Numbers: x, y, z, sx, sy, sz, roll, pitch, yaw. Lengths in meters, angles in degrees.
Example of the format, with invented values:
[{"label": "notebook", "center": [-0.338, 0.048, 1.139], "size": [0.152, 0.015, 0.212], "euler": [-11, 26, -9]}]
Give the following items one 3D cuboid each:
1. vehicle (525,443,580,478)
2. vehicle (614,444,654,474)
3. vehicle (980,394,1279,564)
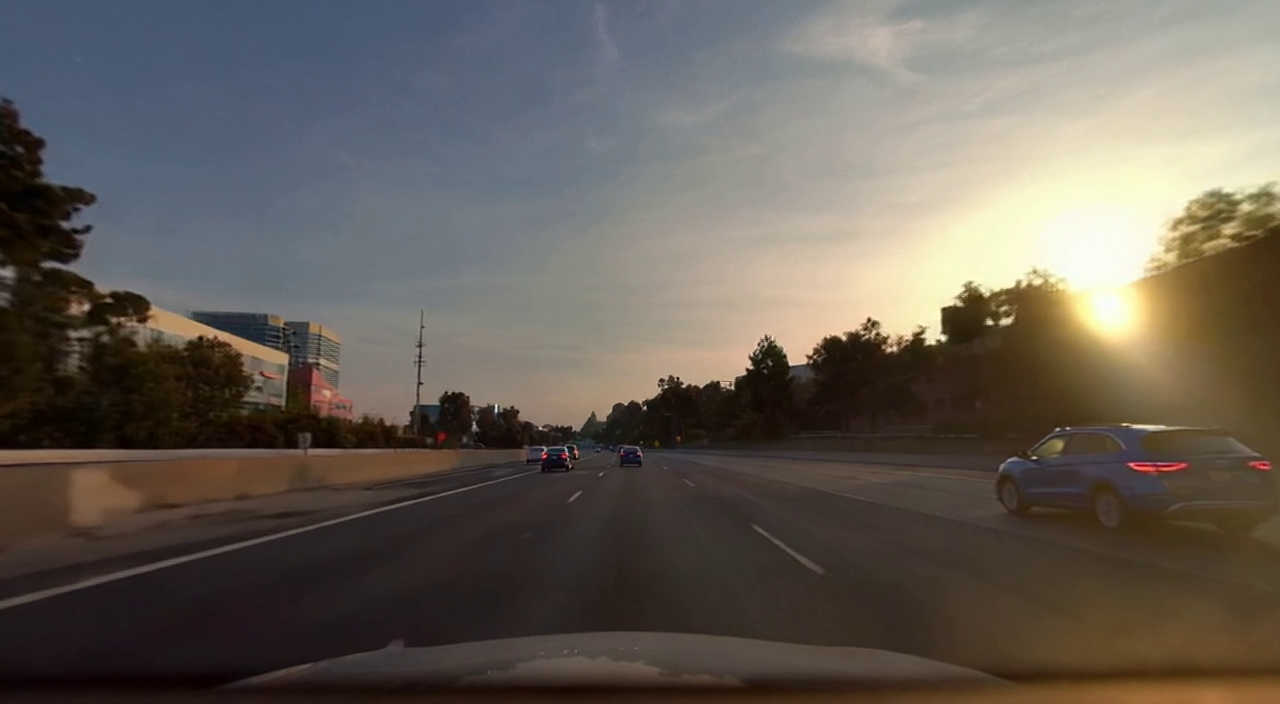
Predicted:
[{"label": "vehicle", "center": [-3.942, 5.000, 29.348], "size": [1.886, 1.465, 4.625], "euler": [0, -9, 0]}, {"label": "vehicle", "center": [-0.353, 5.638, 33.504], "size": [1.997, 1.485, 4.094], "euler": [0, -9, -1]}, {"label": "vehicle", "center": [7.322, 1.704, 9.177], "size": [2.028, 1.801, 4.741], "euler": [0, -9, -1]}]
